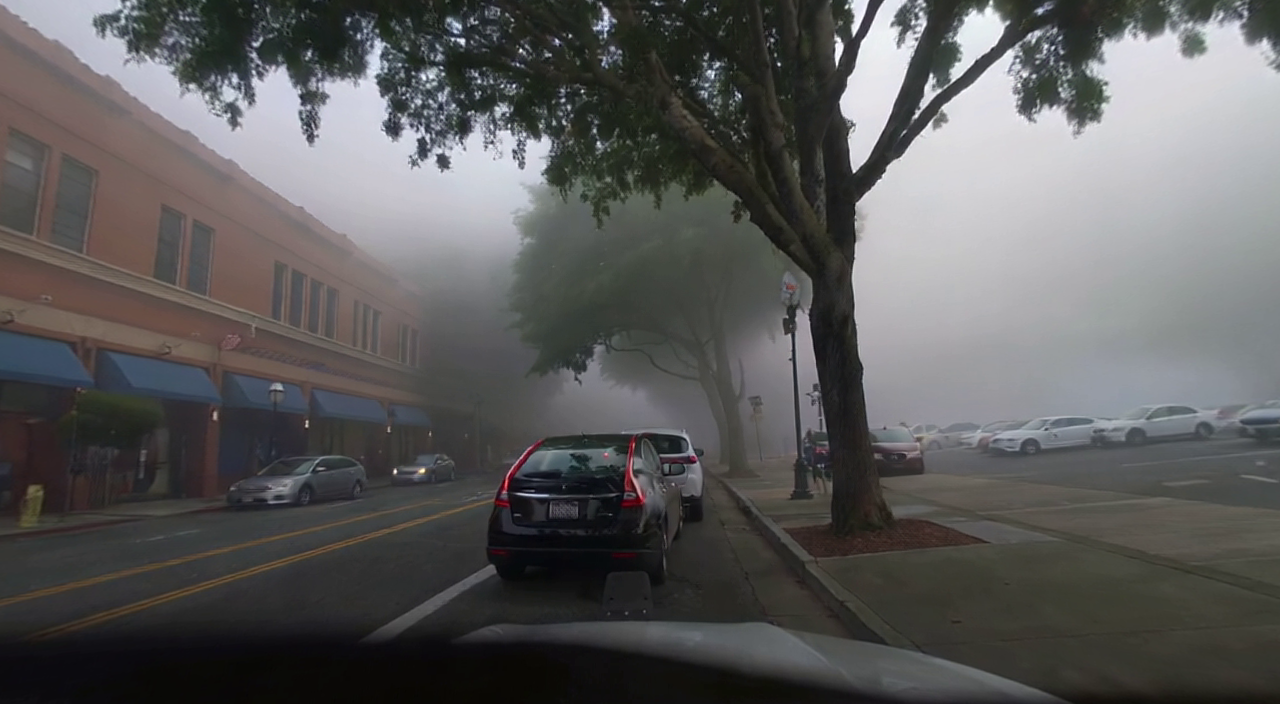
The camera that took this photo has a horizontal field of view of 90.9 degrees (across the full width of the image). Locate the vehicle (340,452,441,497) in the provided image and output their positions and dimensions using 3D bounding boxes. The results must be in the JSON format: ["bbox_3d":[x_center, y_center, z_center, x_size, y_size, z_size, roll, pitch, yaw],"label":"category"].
[{"bbox_3d":[-10.262,5.028,26.271,1.826,1.432,4.556,-7,-9,8],"label":"vehicle"}]

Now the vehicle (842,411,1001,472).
[{"bbox_3d":[9.023,2.830,20.225,4.558,1.528,1.915,-1,-7,-23],"label":"vehicle"}]

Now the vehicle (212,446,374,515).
[{"bbox_3d":[-11.010,4.064,20.580,2.081,1.718,5.342,-6,-9,3],"label":"vehicle"}]

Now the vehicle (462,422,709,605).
[{"bbox_3d":[-0.274,1.632,7.295,1.939,1.478,3.922,-1,-8,9],"label":"vehicle"}]
